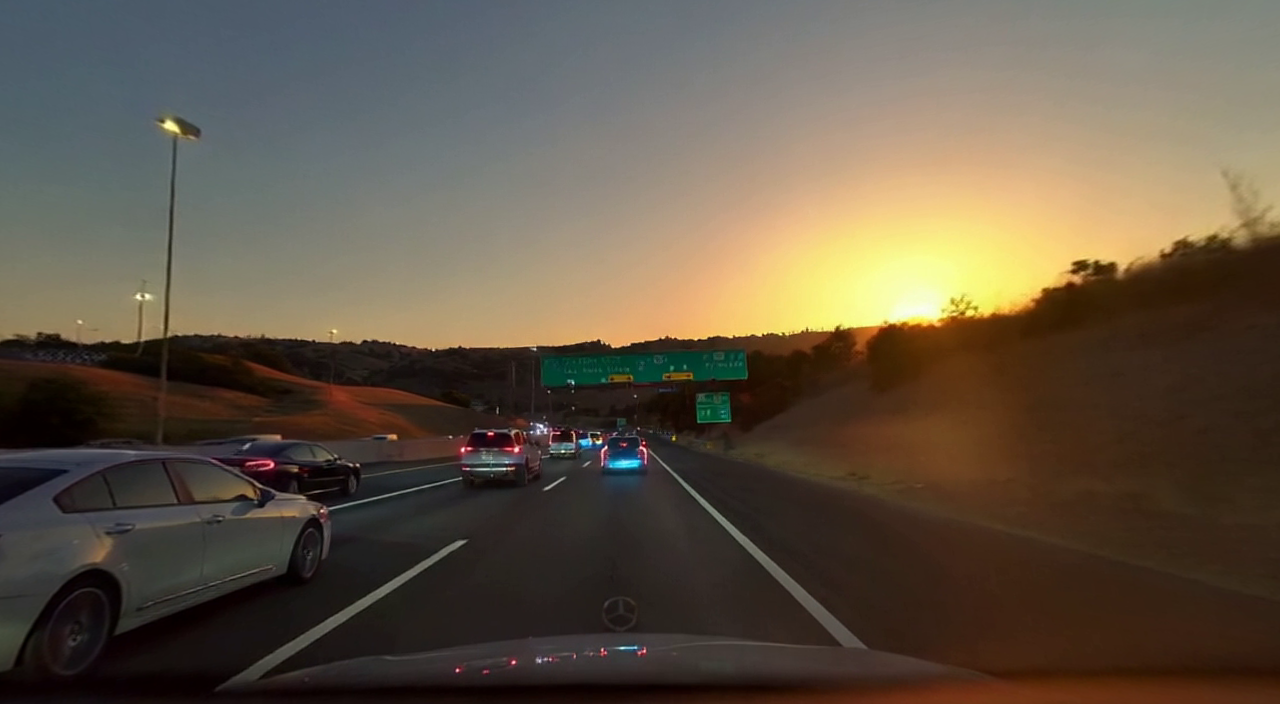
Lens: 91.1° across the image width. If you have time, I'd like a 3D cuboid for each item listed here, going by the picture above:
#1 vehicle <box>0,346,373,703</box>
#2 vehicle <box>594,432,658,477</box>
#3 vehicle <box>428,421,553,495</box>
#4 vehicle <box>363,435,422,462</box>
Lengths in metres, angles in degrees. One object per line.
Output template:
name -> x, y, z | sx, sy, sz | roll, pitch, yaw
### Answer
vehicle -> -3.883, 1.057, 4.417 | 2.107, 1.703, 4.274 | 0, -8, 0
vehicle -> -0.464, 3.627, 22.514 | 2.070, 1.452, 3.834 | 0, -8, 0
vehicle -> -3.786, 2.755, 16.876 | 2.154, 1.690, 4.595 | 0, -8, 1
vehicle -> -15.480, 6.034, 39.500 | 2.049, 1.578, 3.937 | 0, -8, 0
